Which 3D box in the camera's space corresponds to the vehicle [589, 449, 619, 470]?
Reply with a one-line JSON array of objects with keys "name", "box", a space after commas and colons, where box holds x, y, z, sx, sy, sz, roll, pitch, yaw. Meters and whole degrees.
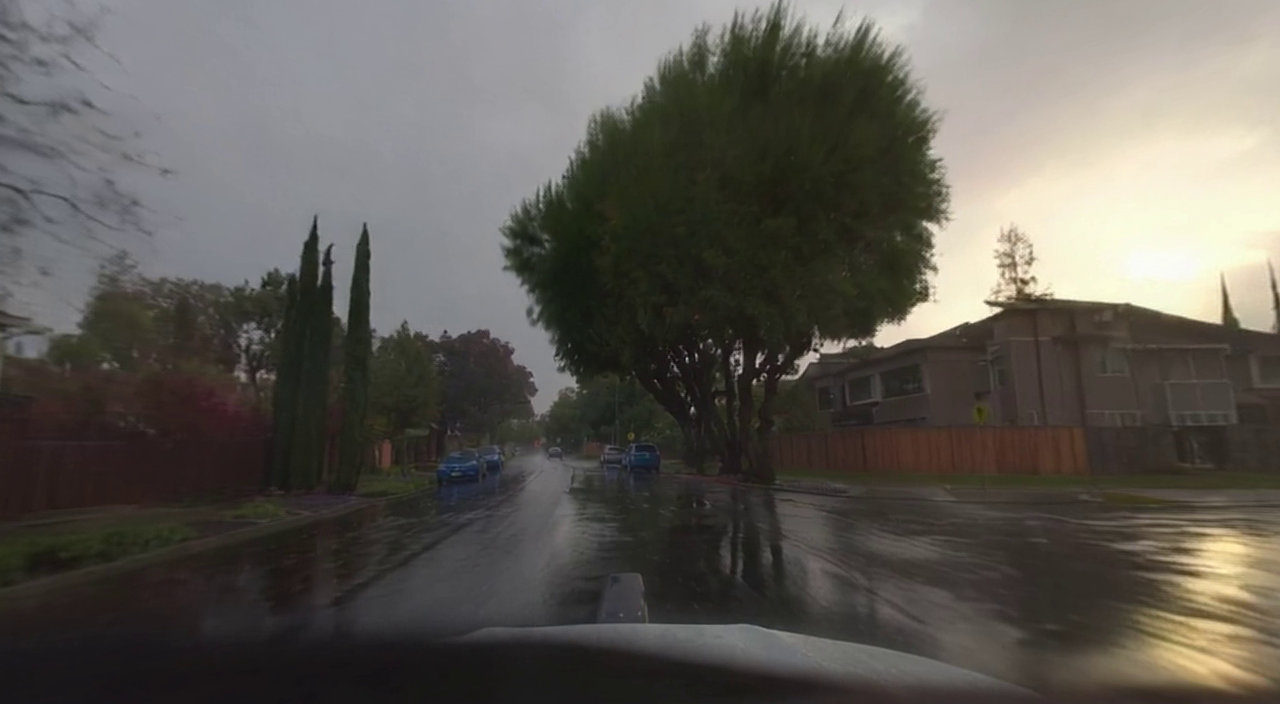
[{"name": "vehicle", "box": [-2.689, 7.913, 46.715, 2.064, 1.477, 3.968, 1, -9, -4]}]
